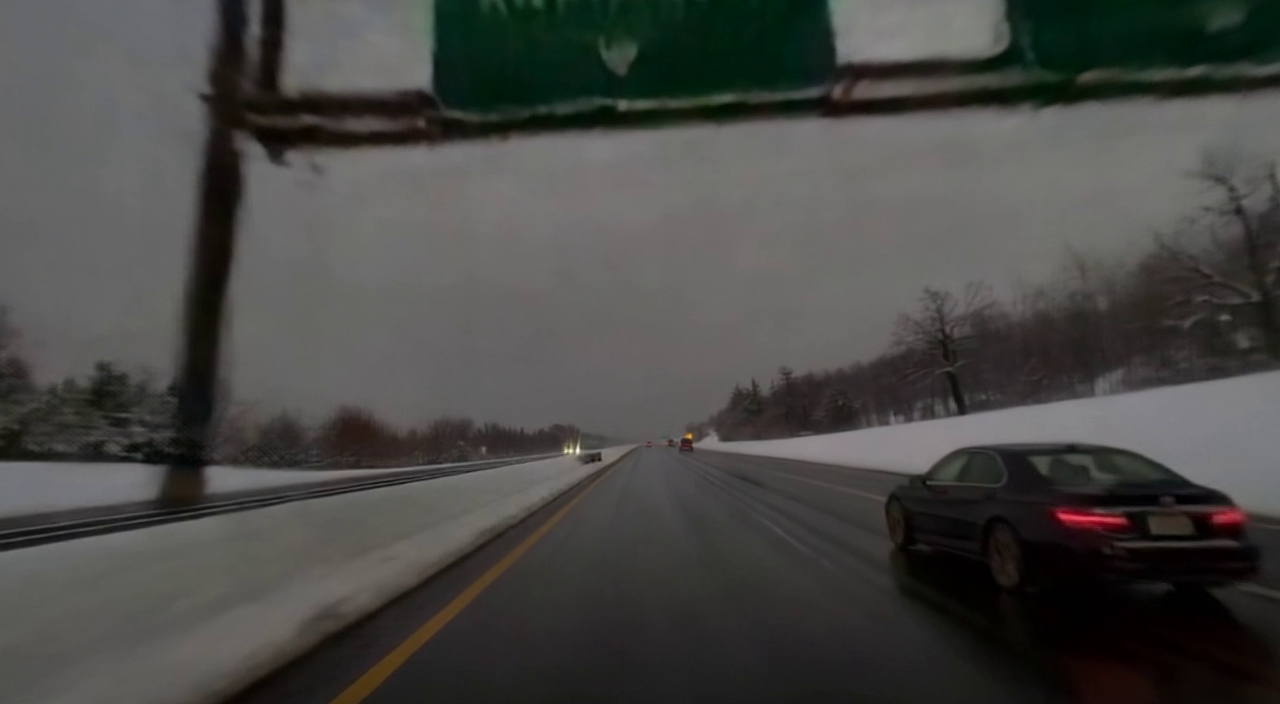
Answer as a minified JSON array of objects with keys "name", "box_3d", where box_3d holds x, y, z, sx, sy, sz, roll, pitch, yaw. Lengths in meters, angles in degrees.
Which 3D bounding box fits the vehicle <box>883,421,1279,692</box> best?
[{"name":"vehicle","box_3d":[3.672,1.348,5.286,1.683,1.400,3.868,0,-8,0]}]
